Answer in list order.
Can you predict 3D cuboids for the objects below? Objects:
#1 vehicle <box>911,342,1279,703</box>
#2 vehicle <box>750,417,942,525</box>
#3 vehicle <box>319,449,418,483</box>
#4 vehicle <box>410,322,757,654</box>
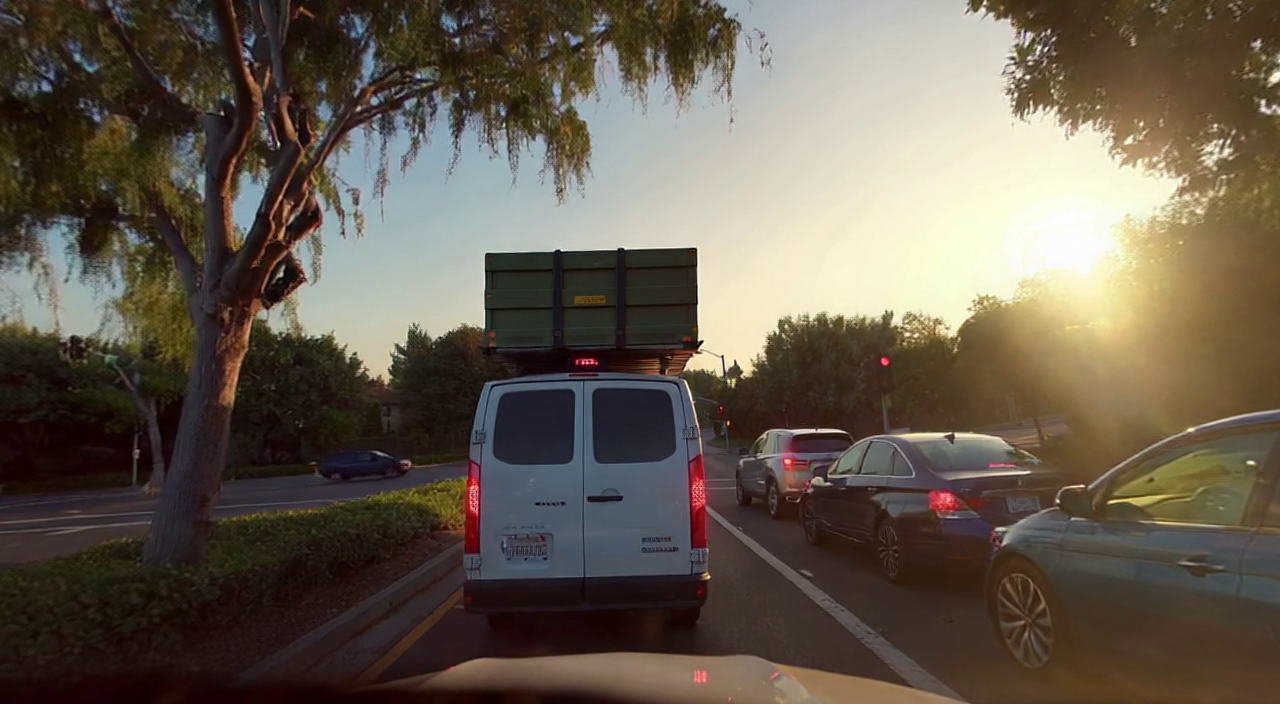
[{"bbox_3d":[3.458,0.943,3.411,1.965,1.671,4.146,0,-9,-3],"label":"vehicle"},{"bbox_3d":[3.667,2.212,12.261,2.024,1.692,4.252,1,-9,-4],"label":"vehicle"},{"bbox_3d":[-14.039,5.882,32.758,4.501,1.613,1.852,5,-10,-28],"label":"vehicle"},{"bbox_3d":[-0.362,1.151,6.189,2.145,2.089,4.309,0,-9,0],"label":"vehicle"}]
